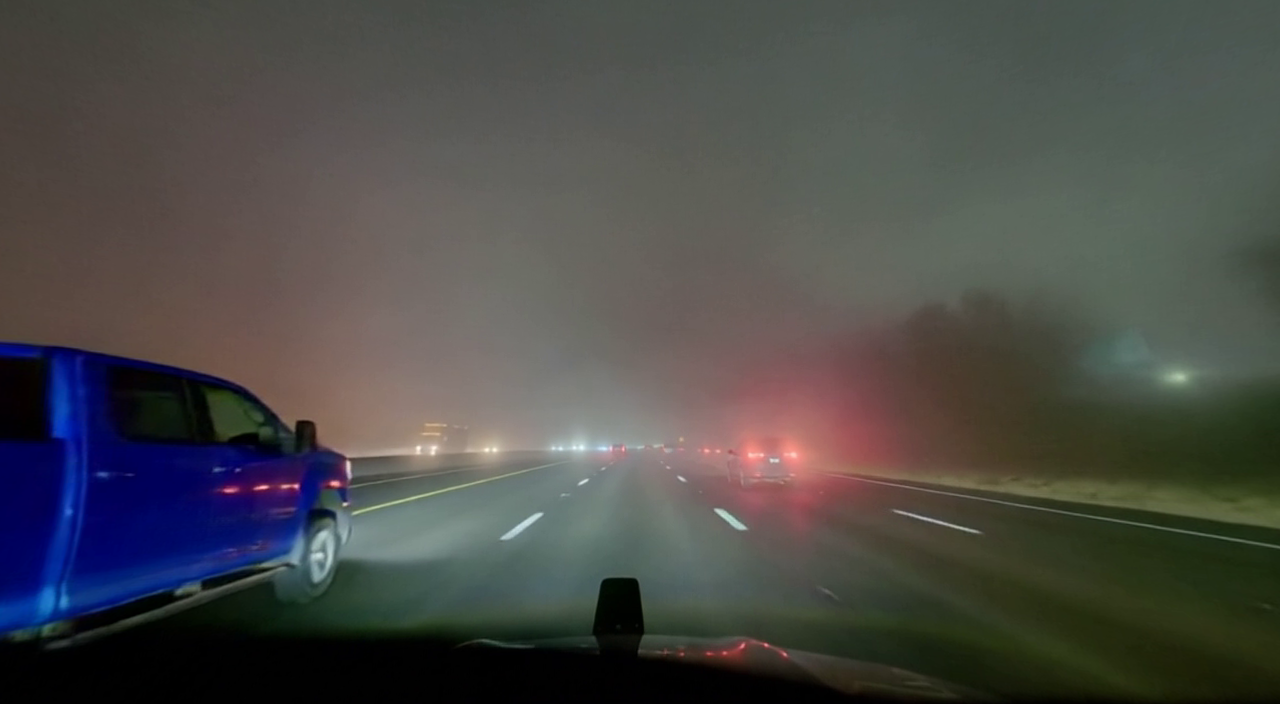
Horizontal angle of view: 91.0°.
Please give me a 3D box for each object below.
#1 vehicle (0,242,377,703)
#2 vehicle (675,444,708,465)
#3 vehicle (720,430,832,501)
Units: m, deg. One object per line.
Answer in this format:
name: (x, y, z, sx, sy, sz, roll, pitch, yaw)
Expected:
vehicle: (-4.000, 0.736, 3.356, 2.496, 2.203, 6.317, 0, -9, -1)
vehicle: (3.765, 7.540, 46.493, 2.047, 1.501, 4.237, 0, -9, 0)
vehicle: (3.514, 3.019, 17.119, 2.095, 1.668, 4.135, 0, -9, 0)
